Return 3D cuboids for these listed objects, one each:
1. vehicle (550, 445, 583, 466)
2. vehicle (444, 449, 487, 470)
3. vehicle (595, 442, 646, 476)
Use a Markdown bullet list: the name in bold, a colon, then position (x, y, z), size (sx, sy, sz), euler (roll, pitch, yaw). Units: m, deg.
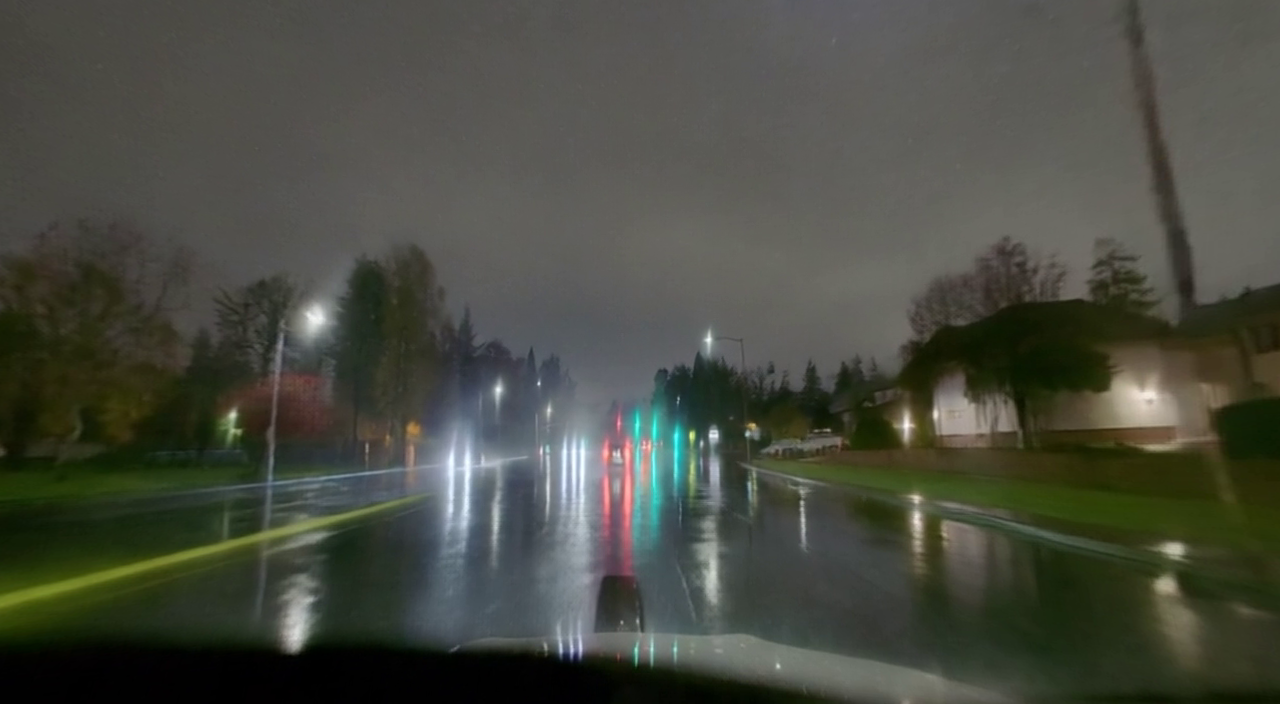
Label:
- **vehicle**: position (-5.426, 7.708, 47.096), size (2.014, 1.472, 4.357), euler (0, -9, -1)
- **vehicle**: position (-13.596, 8.368, 49.359), size (1.949, 1.517, 4.459), euler (-1, -9, 1)
- **vehicle**: position (-0.866, 5.113, 30.319), size (2.106, 1.517, 4.375), euler (-1, -9, 2)
